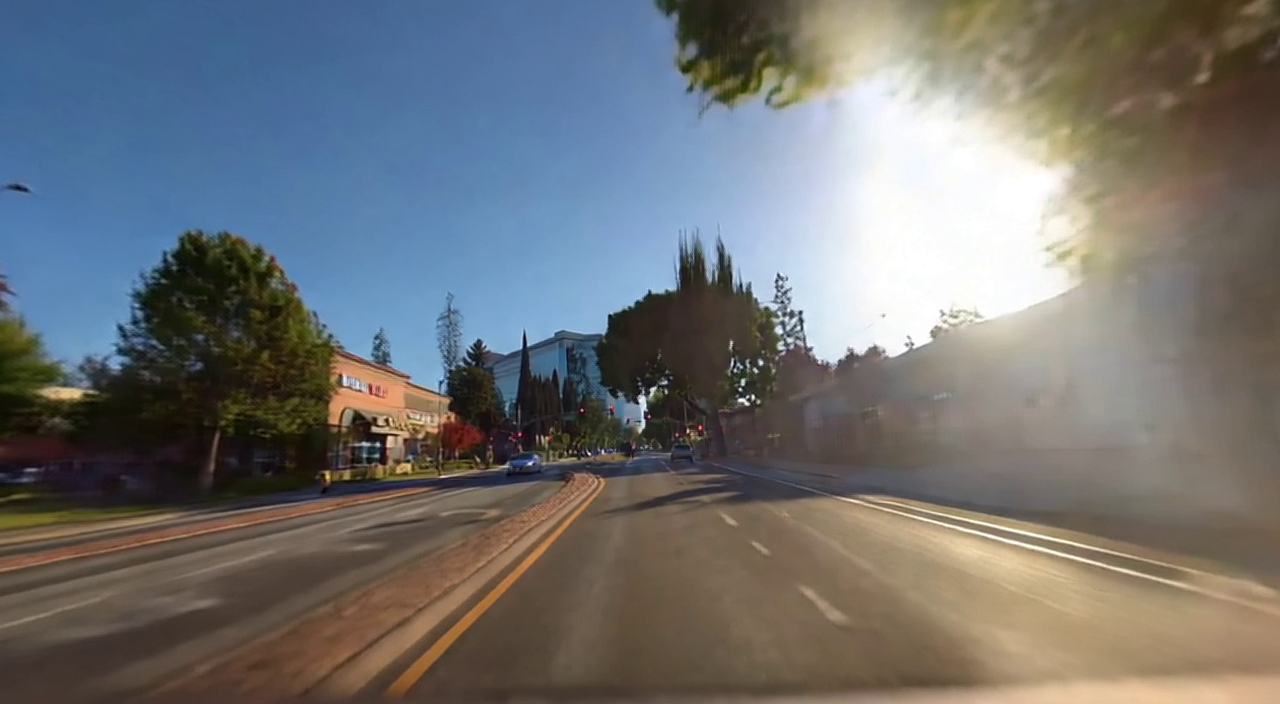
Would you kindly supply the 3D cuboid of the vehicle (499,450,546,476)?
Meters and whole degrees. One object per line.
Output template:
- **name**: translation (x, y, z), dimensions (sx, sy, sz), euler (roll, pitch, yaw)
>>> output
- **vehicle**: translation (-7.098, 6.743, 38.473), dimensions (1.954, 1.451, 4.536), euler (0, -8, 1)
